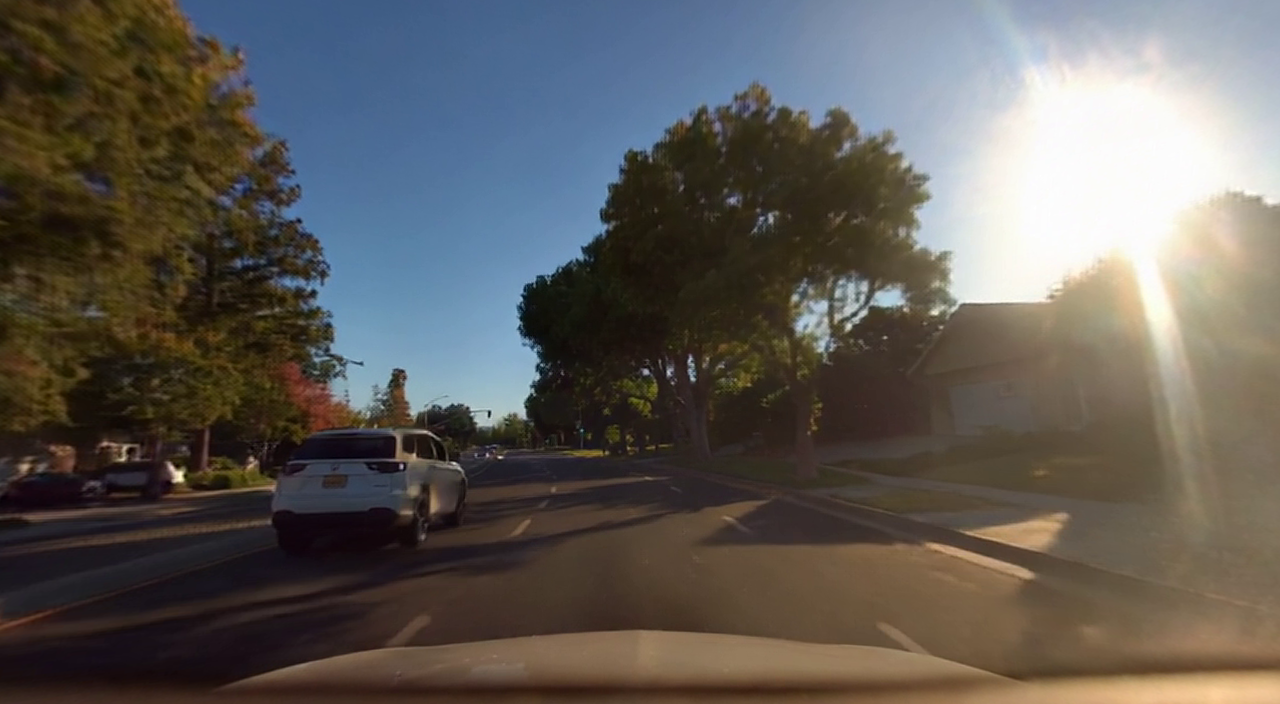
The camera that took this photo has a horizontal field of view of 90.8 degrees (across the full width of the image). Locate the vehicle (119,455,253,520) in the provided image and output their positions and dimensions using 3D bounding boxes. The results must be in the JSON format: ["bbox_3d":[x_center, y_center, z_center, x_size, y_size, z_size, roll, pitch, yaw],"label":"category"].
[{"bbox_3d":[-15.358,4.529,21.690,1.878,1.505,4.435,-8,-6,-10],"label":"vehicle"}]

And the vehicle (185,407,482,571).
[{"bbox_3d":[-3.917,1.828,9.219,2.175,1.772,4.442,0,-8,-1],"label":"vehicle"}]

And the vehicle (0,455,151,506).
[{"bbox_3d":[-24.394,5.515,27.262,4.809,1.471,2.012,-6,-8,-8],"label":"vehicle"}]
